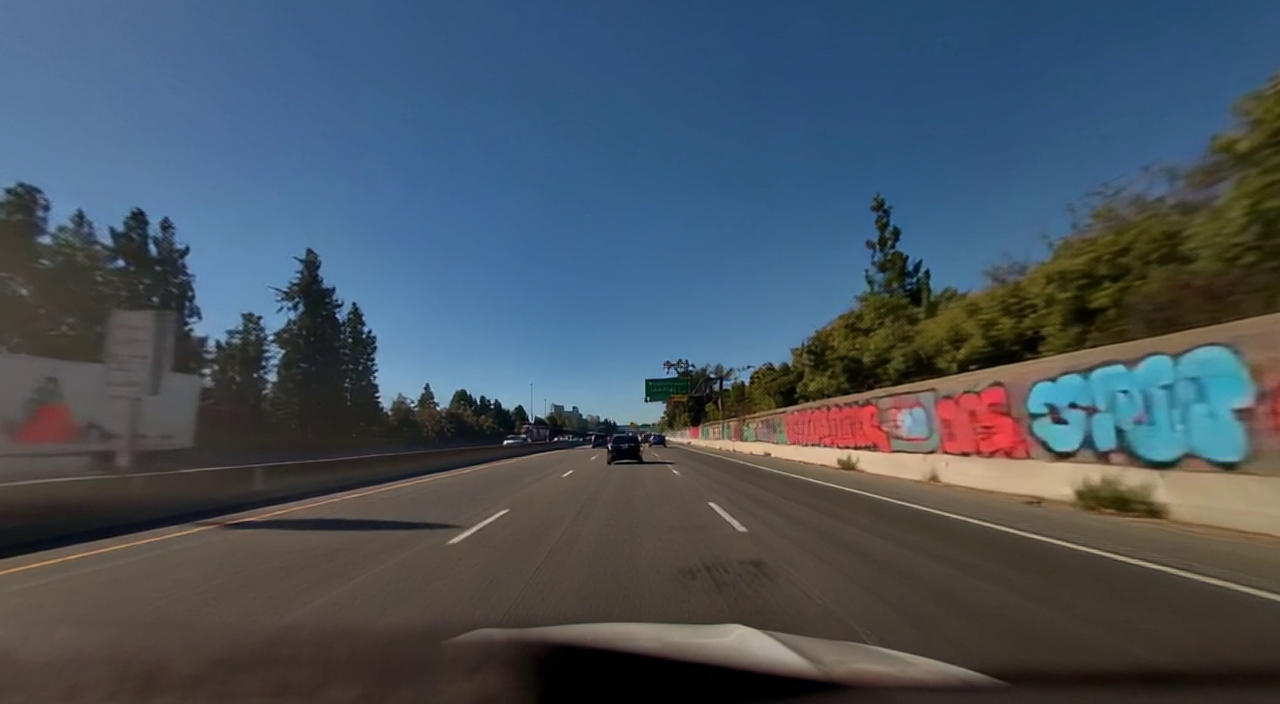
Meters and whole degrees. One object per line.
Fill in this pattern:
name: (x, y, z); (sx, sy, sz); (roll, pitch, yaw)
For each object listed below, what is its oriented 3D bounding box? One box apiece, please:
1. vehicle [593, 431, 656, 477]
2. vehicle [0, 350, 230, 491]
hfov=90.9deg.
vehicle: (-0.539, 3.537, 22.208); (2.044, 1.477, 3.693); (0, -8, -1)
vehicle: (-21.603, 2.461, 22.223); (3.141, 4.374, 17.378); (1, -8, -2)
